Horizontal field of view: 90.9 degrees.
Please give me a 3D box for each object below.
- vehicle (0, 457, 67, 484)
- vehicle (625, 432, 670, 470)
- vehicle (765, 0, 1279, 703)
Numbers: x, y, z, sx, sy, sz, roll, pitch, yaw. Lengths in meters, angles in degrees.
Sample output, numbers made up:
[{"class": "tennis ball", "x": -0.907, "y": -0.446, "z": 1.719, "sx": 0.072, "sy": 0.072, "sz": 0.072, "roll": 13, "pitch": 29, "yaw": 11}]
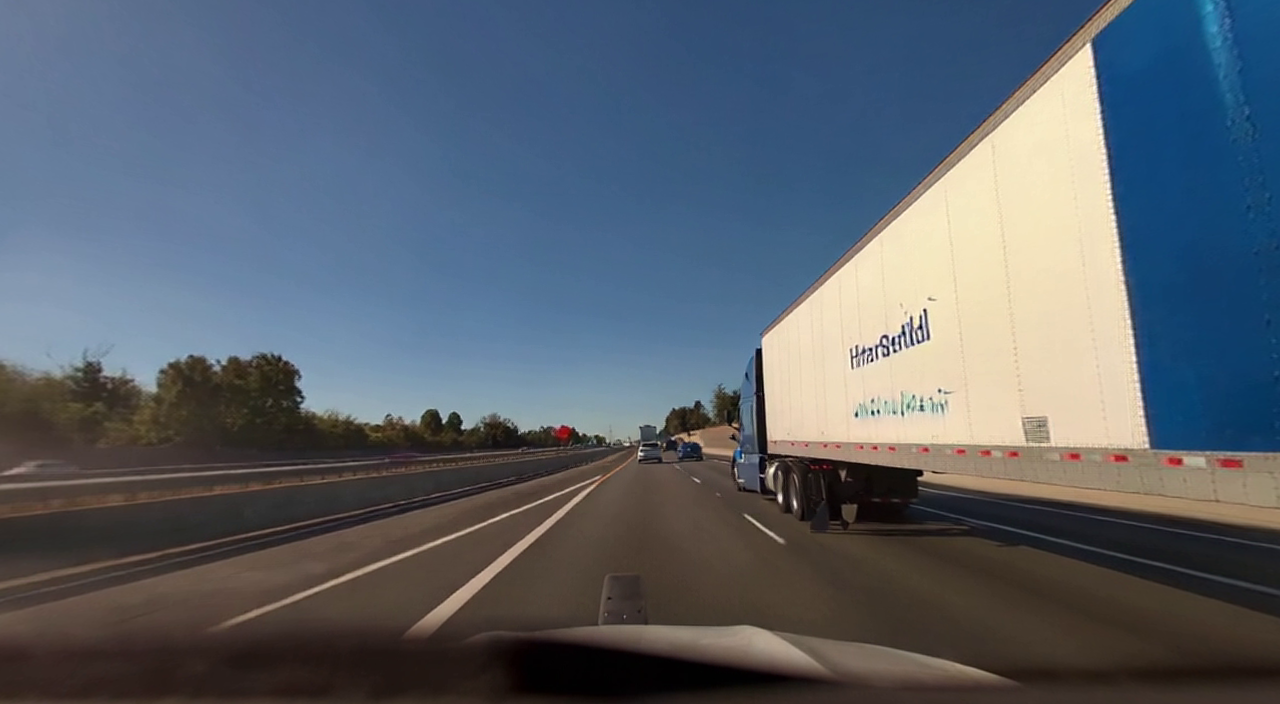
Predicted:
[{"class": "vehicle", "x": -43.921, "y": 8.308, "z": 44.129, "sx": 2.008, "sy": 1.720, "sz": 5.411, "roll": -2, "pitch": -9, "yaw": 9}, {"class": "vehicle", "x": 0.404, "y": 5.269, "z": 33.685, "sx": 2.205, "sy": 1.860, "sz": 4.301, "roll": -1, "pitch": -9, "yaw": 1}, {"class": "vehicle", "x": 3.932, "y": -0.020, "z": 4.806, "sx": 3.019, "sy": 4.145, "sz": 16.453, "roll": -1, "pitch": -8, "yaw": 1}]
